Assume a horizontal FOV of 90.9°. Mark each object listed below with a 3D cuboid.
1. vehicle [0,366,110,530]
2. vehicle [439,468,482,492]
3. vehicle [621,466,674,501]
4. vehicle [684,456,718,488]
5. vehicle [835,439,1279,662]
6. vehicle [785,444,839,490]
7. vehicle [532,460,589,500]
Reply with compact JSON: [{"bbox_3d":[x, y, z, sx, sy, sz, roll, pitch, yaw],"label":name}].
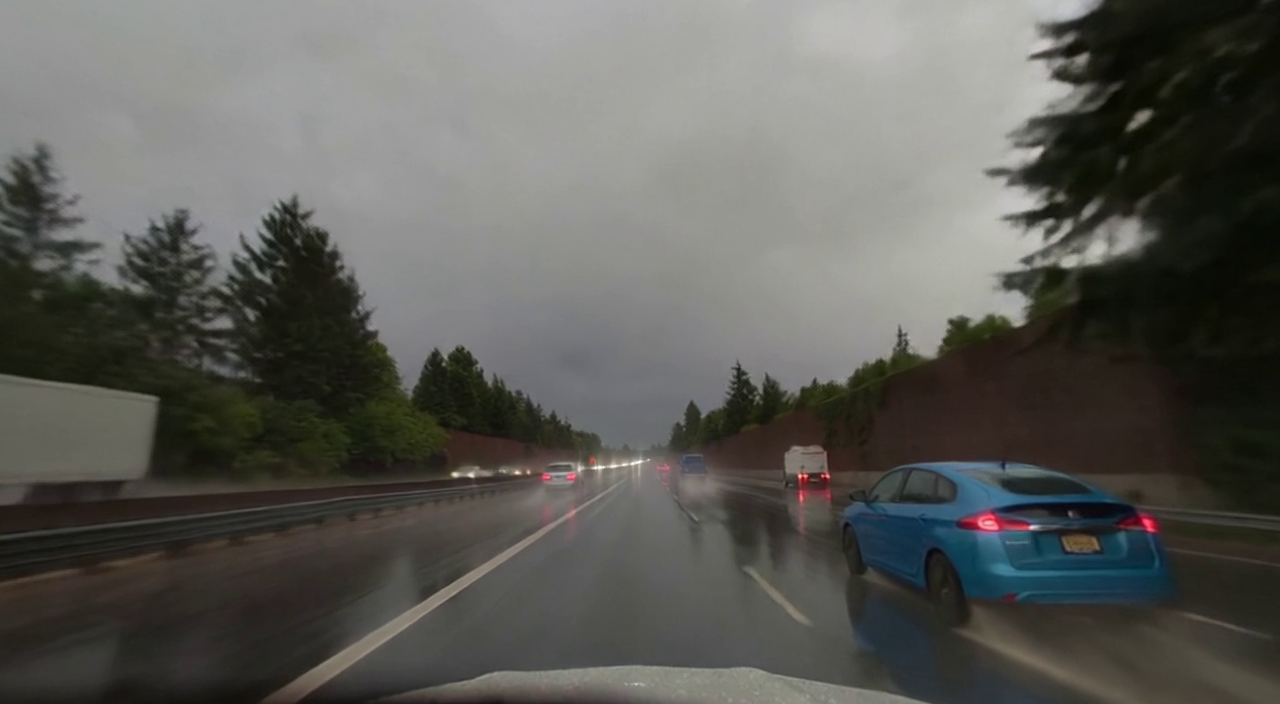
[{"bbox_3d":[-16.150,1.816,12.324,2.875,3.702,9.671,0,-10,1],"label":"vehicle"},{"bbox_3d":[-13.268,9.497,46.868,1.921,1.633,4.323,0,-10,0],"label":"vehicle"},{"bbox_3d":[0.356,5.944,28.692,2.241,1.425,3.973,0,-10,0],"label":"vehicle"},{"bbox_3d":[4.388,8.670,45.696,2.030,2.172,3.621,1,-10,-1],"label":"vehicle"},{"bbox_3d":[3.606,1.766,6.477,1.938,1.561,3.786,1,-10,-1],"label":"vehicle"},{"bbox_3d":[11.697,7.865,43.212,2.343,2.919,4.417,1,-10,-1],"label":"vehicle"},{"bbox_3d":[-3.654,5.981,29.624,2.021,1.706,4.247,0,-10,1],"label":"vehicle"}]
